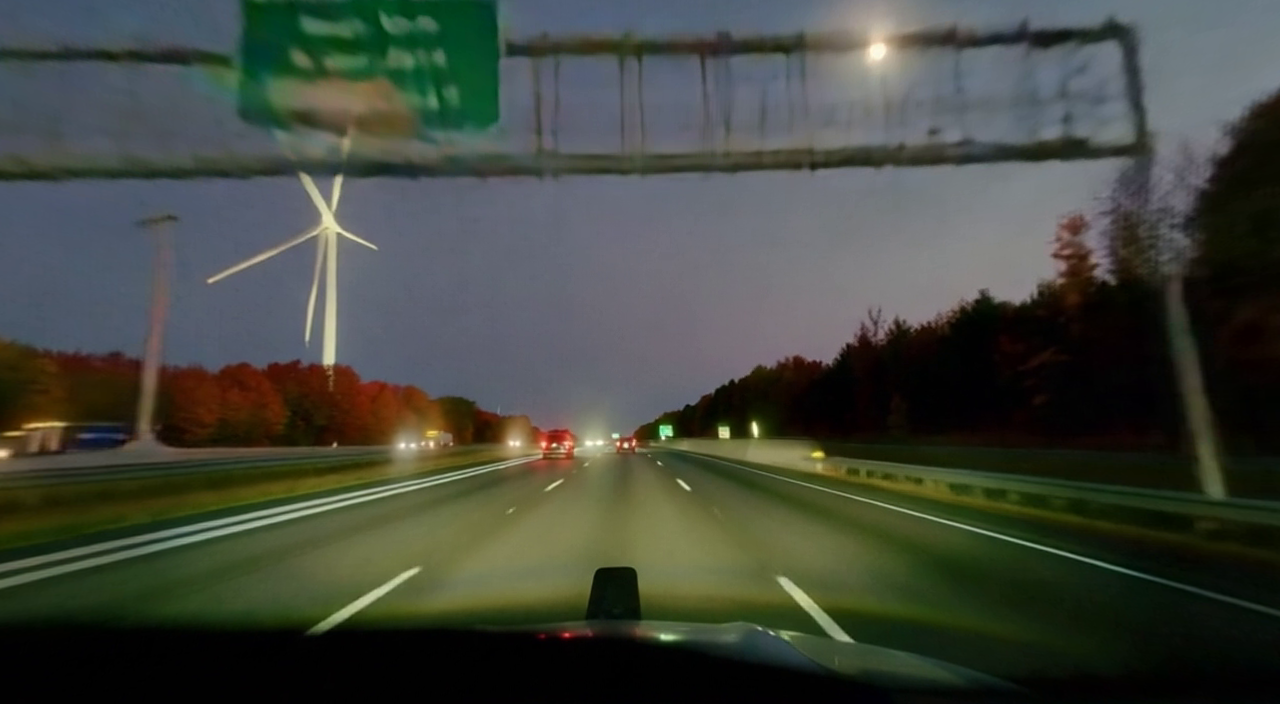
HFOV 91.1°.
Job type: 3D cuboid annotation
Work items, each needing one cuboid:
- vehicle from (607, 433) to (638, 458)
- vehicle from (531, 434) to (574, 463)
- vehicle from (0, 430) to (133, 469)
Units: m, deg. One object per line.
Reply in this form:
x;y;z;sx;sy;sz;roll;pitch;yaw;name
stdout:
-1.265;7.014;47.338;2.213;1.774;4.563;0;-8;-1;vehicle
-5.156;5.749;37.630;2.062;1.622;4.153;0;-8;-1;vehicle
-28.634;4.867;31.631;2.046;1.773;5.016;0;-8;0;vehicle
